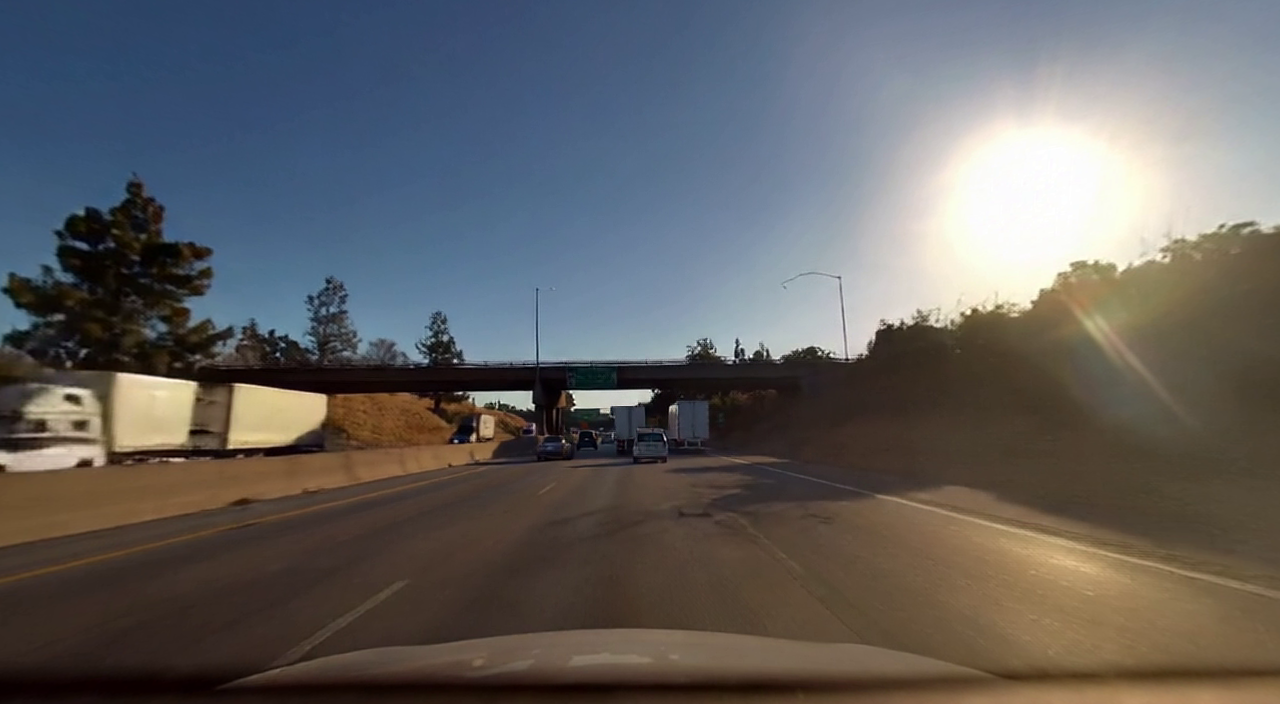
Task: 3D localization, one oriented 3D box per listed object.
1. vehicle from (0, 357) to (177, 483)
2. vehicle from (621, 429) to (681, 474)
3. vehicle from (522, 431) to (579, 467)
[{"bbox_3d":[-20.979,2.567,23.079,3.051,3.954,6.368,0,-8,-1],"label":"vehicle"},{"bbox_3d":[0.339,3.692,23.616,2.059,1.522,3.693,0,-8,-2],"label":"vehicle"},{"bbox_3d":[-3.991,4.394,28.797,1.979,1.527,4.754,0,-8,-1],"label":"vehicle"}]
